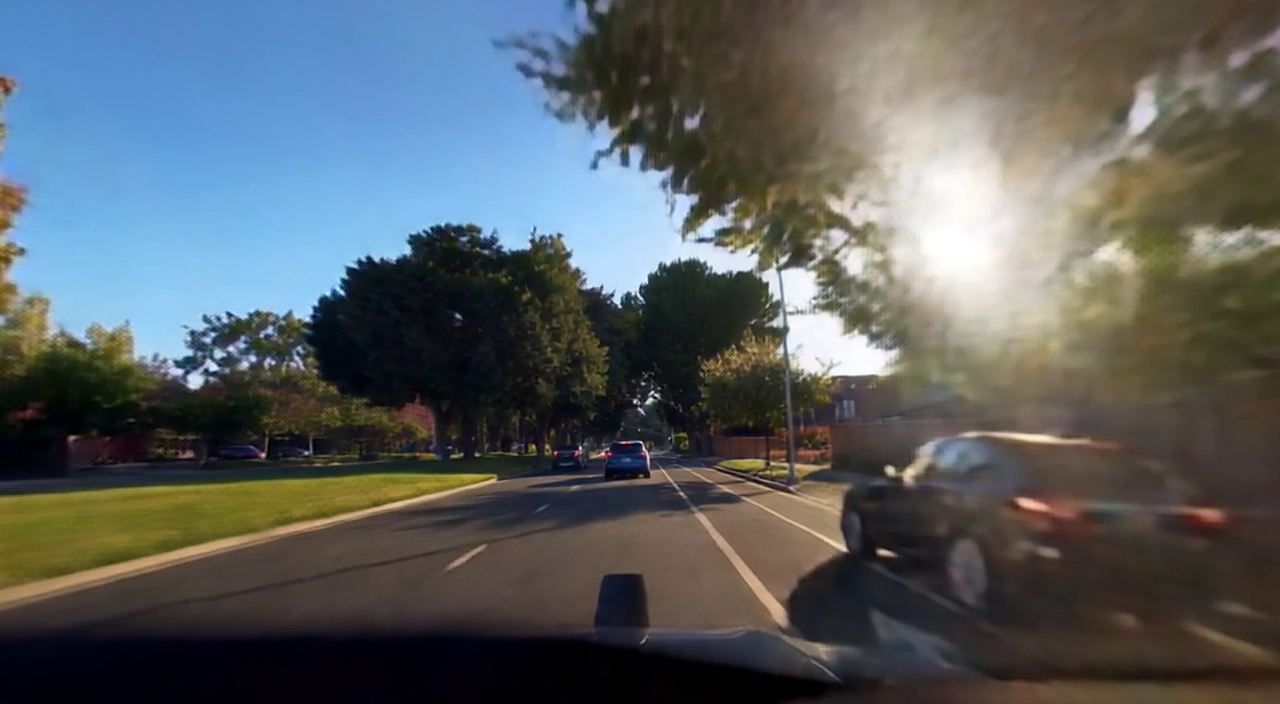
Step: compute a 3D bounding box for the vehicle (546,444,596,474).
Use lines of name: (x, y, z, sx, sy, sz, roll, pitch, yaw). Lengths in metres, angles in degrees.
vehicle: (-3.489, 5.493, 32.604, 2.032, 1.433, 4.458, 0, -8, 1)

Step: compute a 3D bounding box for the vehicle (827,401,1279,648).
vehicle: (3.878, 1.577, 6.874, 2.332, 1.769, 4.518, 0, -8, 1)

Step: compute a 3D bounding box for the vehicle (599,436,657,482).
vehicle: (-0.466, 4.383, 26.060, 2.220, 1.742, 4.047, 0, -8, 0)
